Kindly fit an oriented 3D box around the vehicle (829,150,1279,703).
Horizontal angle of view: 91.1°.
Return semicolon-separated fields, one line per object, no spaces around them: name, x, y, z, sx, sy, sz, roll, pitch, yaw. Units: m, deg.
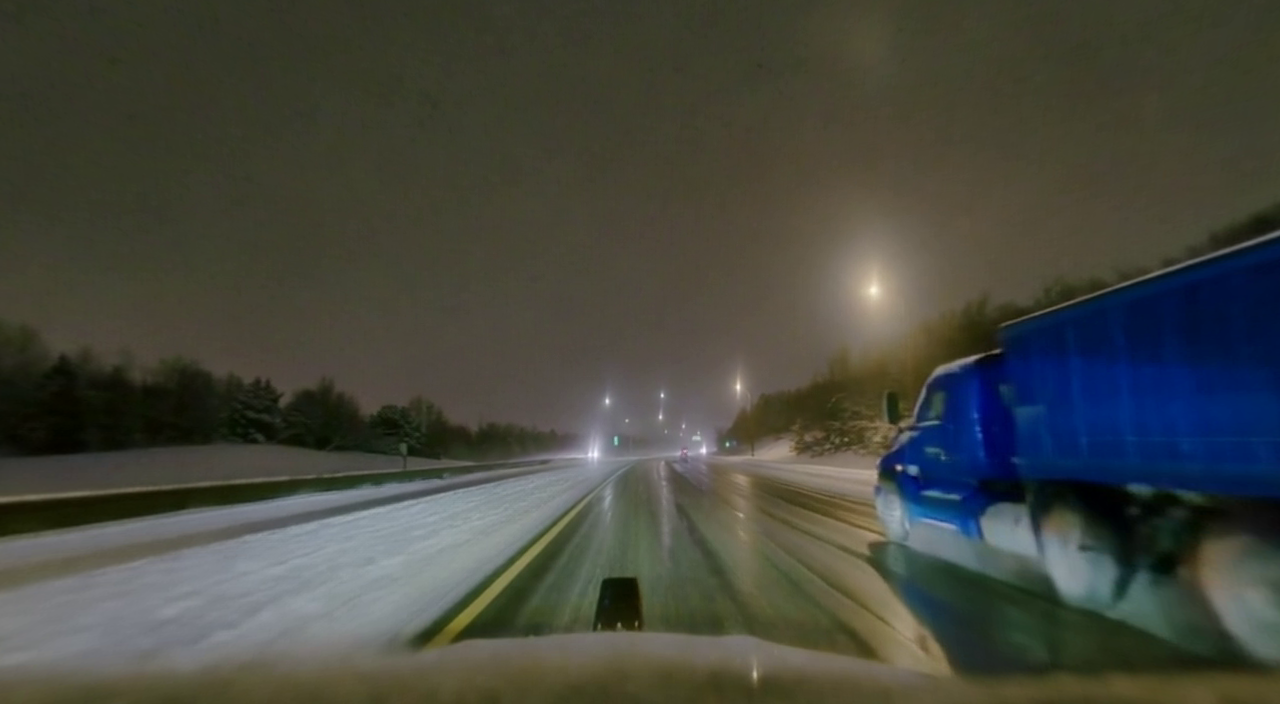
vehicle;4.148;0.807;5.487;2.436;2.701;7.451;0;-9;-2
